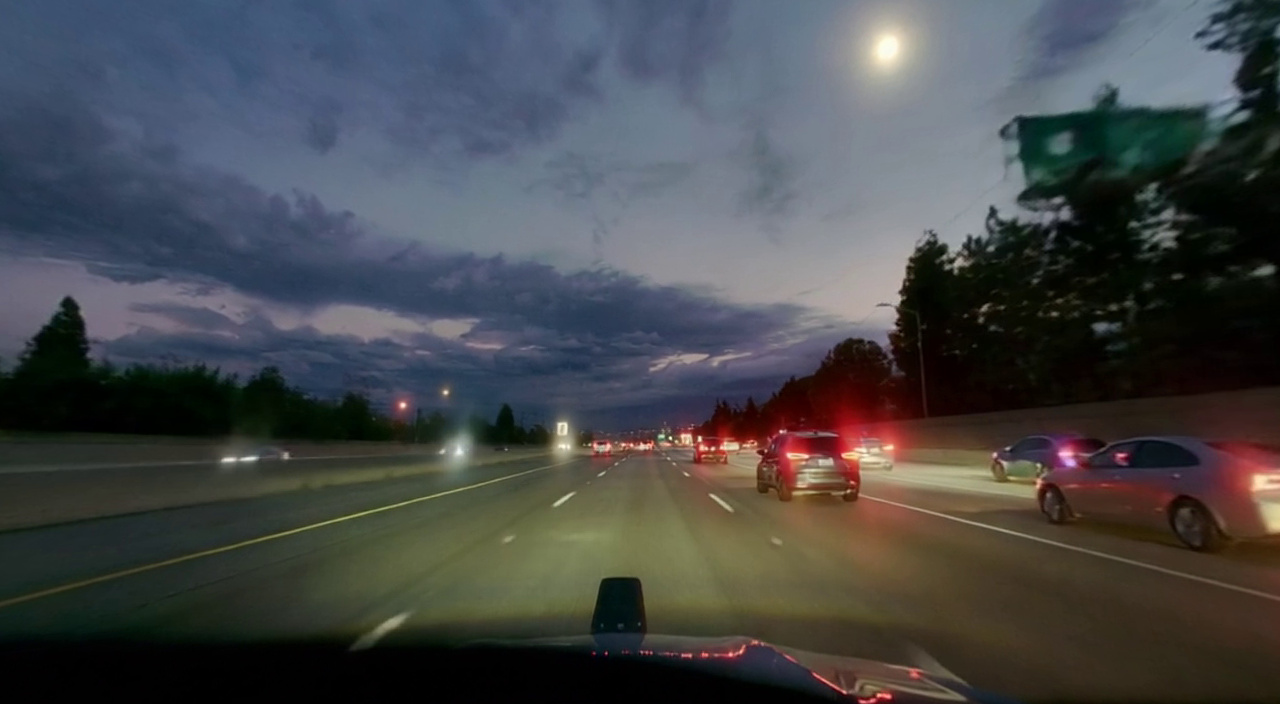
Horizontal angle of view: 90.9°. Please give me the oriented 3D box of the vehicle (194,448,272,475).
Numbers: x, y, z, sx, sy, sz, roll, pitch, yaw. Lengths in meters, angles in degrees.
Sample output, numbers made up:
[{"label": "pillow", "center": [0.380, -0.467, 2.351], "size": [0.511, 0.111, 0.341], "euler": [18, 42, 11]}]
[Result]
[{"label": "vehicle", "center": [-22.418, 6.031, 34.935], "size": [1.727, 1.388, 3.769], "euler": [0, -8, 1]}]

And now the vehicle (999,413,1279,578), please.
[{"label": "vehicle", "center": [6.979, 1.645, 8.020], "size": [1.988, 1.518, 4.856], "euler": [0, -8, 0]}]

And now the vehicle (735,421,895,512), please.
[{"label": "vehicle", "center": [3.506, 2.396, 13.692], "size": [2.146, 1.639, 4.475], "euler": [0, -8, 0]}]

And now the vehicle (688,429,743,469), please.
[{"label": "vehicle", "center": [4.087, 5.399, 35.340], "size": [2.442, 2.022, 5.466], "euler": [0, -8, 0]}]
